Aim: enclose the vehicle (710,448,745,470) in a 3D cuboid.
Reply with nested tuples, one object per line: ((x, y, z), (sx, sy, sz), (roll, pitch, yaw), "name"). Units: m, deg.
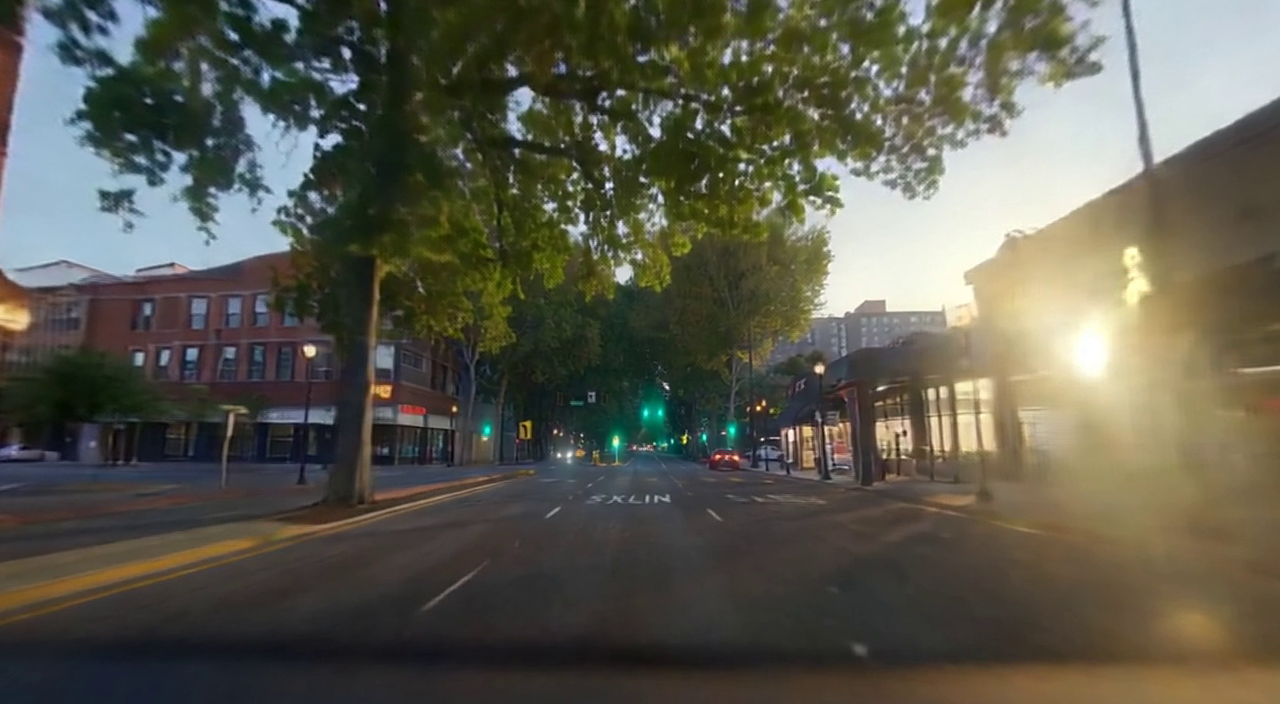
((6.461, 7.909, 46.808), (1.906, 1.523, 4.336), (0, -9, -1), "vehicle")

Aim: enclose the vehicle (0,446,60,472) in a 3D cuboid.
((-44.239, 7.485, 44.188), (4.973, 1.790, 1.987), (0, -8, -1), "vehicle")
